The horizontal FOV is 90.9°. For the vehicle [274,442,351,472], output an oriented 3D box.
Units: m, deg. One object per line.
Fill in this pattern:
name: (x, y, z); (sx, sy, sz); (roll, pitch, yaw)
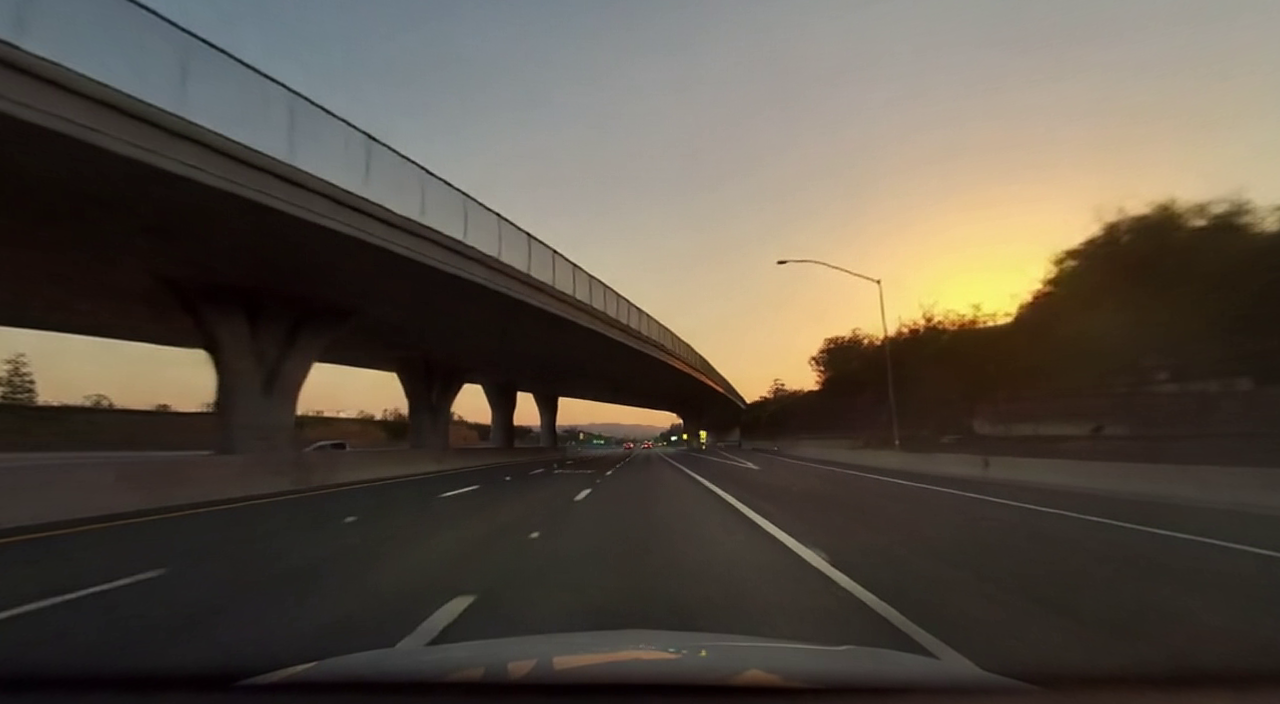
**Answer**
vehicle: (-20.985, 6.753, 40.741); (2.119, 1.756, 5.273); (-1, -8, 0)
